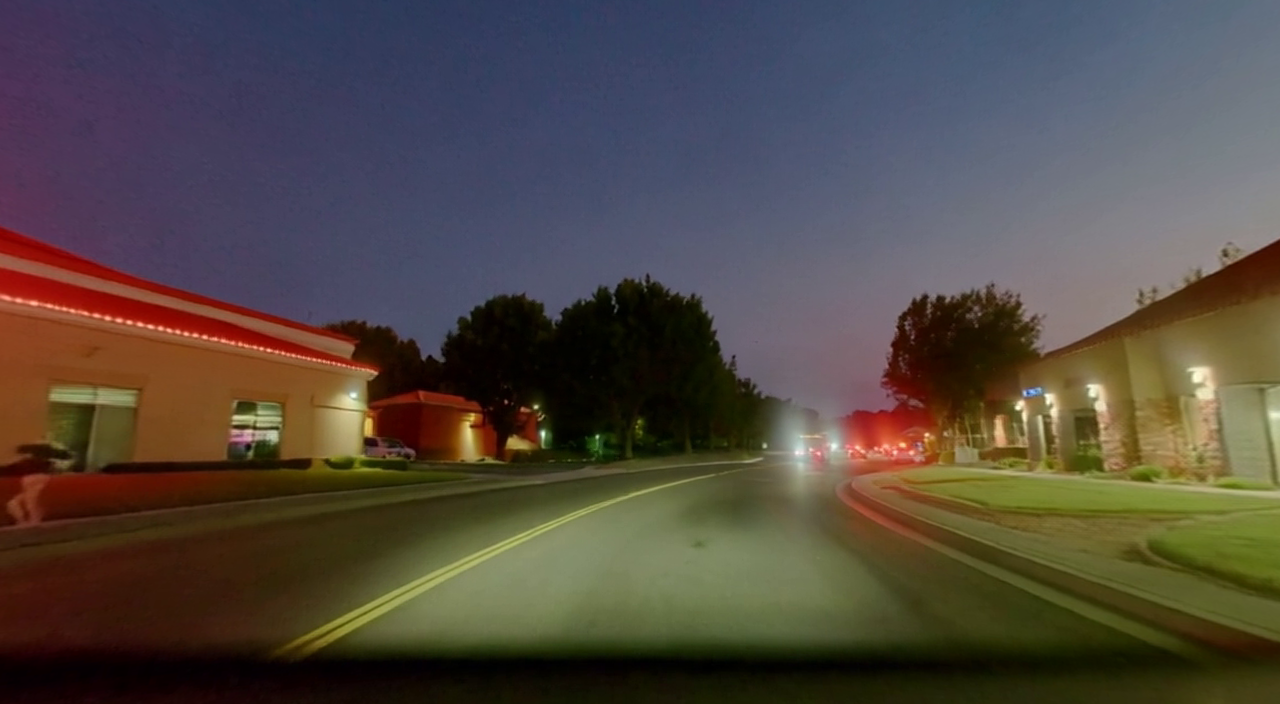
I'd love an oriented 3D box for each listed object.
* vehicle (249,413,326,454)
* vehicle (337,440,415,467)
[{"bbox_3d":[-24.841,5.885,44.803,2.576,2.597,5.438,-1,-10,-4],"label":"vehicle"},{"bbox_3d":[-17.580,6.764,42.262,4.410,1.689,1.974,1,-9,-9],"label":"vehicle"}]
